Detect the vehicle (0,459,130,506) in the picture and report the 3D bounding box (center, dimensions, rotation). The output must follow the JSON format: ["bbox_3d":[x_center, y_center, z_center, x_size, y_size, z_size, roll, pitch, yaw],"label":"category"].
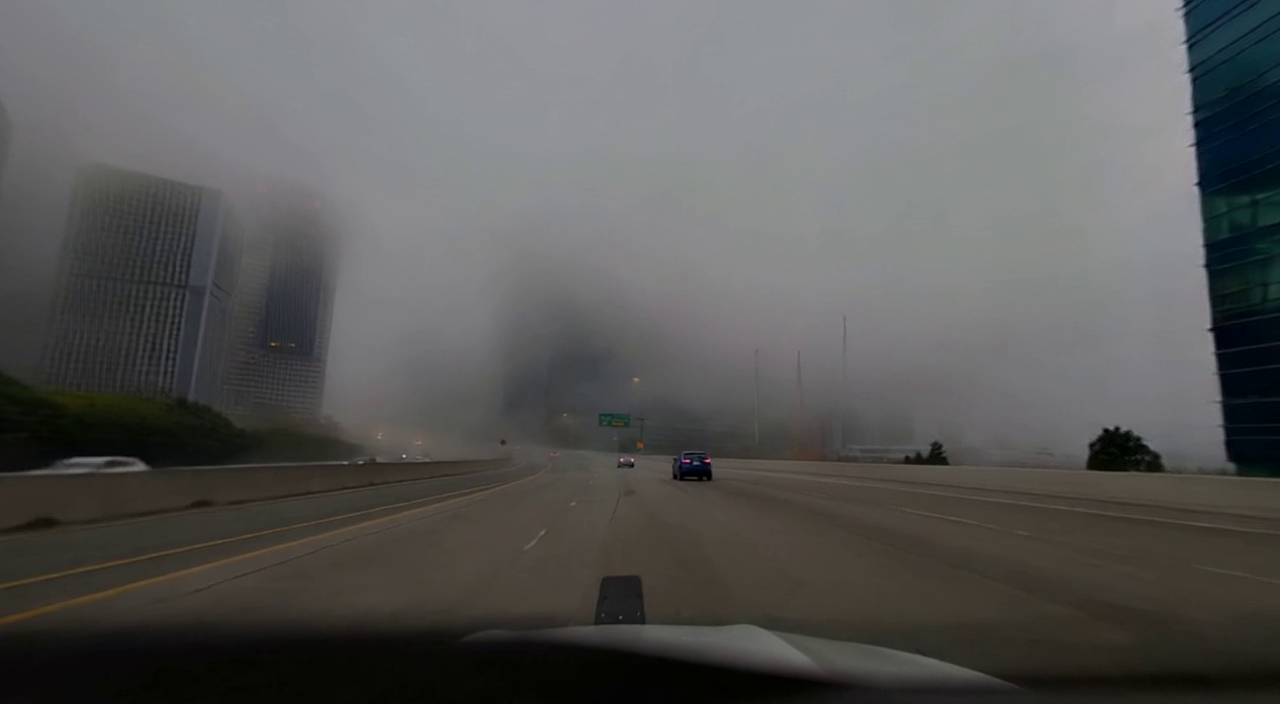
[{"bbox_3d":[-21.423,4.676,23.029,1.884,1.486,4.579,0,-9,-1],"label":"vehicle"}]

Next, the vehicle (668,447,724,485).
[{"bbox_3d":[2.773,5.771,32.350,2.110,1.780,4.682,0,-9,-4],"label":"vehicle"}]
